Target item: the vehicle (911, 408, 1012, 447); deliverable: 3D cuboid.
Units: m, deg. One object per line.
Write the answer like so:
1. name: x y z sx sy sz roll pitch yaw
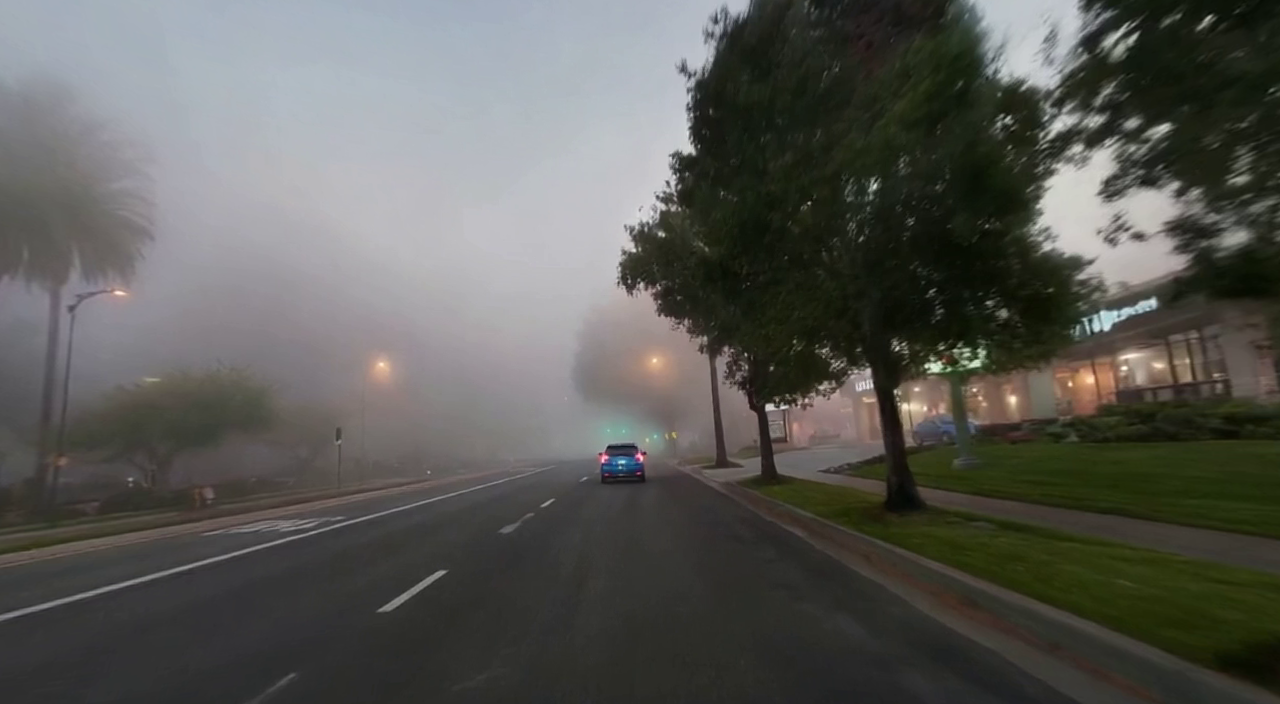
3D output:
1. vehicle: 13.346 3.233 26.542 1.827 1.497 4.468 0 -8 -1

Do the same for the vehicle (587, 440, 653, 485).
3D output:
1. vehicle: -0.688 3.959 23.009 2.156 1.462 4.495 0 -8 -1

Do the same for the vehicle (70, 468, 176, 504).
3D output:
1. vehicle: -30.247 7.822 37.206 2.092 1.719 4.868 0 -8 0

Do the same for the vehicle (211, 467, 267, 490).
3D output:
1. vehicle: -30.632 9.620 48.380 1.791 1.511 4.030 0 -8 -4
